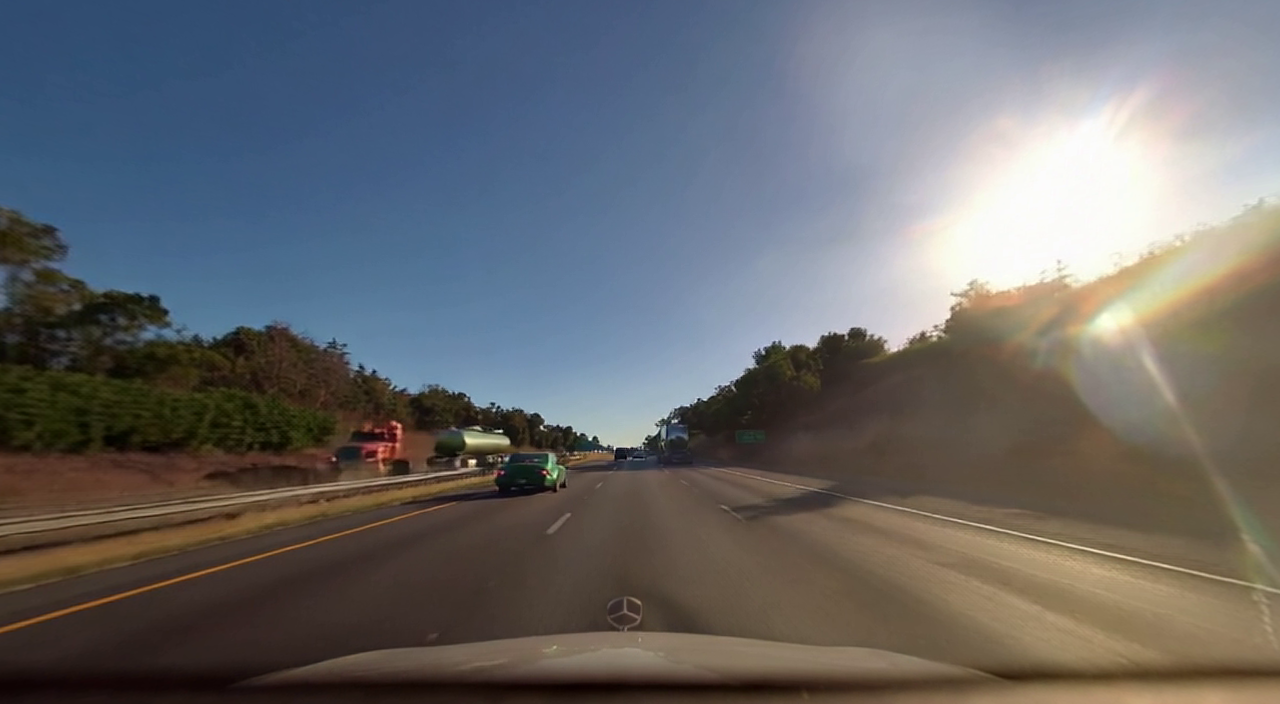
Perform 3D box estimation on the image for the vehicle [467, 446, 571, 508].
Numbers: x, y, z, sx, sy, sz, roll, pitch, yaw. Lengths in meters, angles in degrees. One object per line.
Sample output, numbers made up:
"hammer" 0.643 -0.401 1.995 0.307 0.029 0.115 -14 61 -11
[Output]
"vehicle" -3.171 3.369 17.423 2.013 1.498 3.908 -1 -9 1
